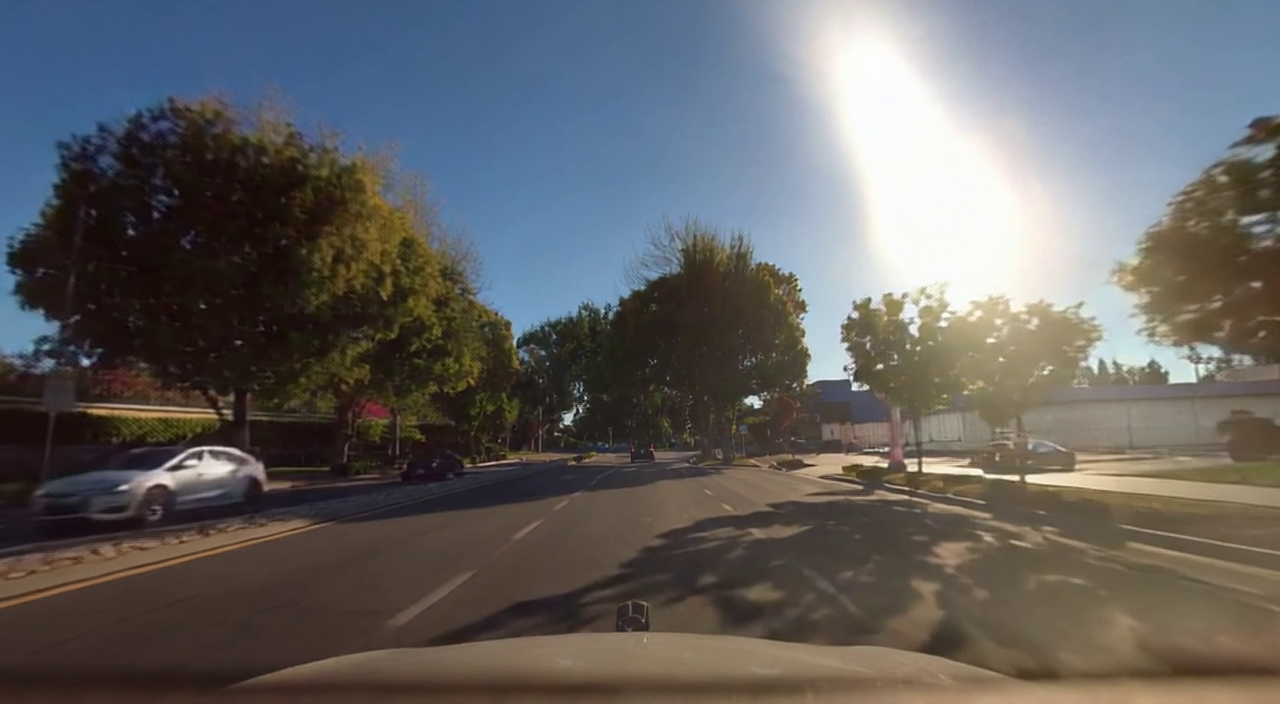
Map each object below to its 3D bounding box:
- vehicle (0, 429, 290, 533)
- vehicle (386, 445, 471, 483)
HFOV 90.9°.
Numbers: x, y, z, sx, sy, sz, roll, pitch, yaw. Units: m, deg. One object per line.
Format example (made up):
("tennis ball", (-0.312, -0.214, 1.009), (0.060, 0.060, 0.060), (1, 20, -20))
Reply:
("vehicle", (-9.910, 2.578, 13.283), (2.230, 1.777, 4.797), (0, -8, 1))
("vehicle", (-8.923, 4.753, 27.004), (1.946, 1.470, 4.443), (0, -8, 2))
